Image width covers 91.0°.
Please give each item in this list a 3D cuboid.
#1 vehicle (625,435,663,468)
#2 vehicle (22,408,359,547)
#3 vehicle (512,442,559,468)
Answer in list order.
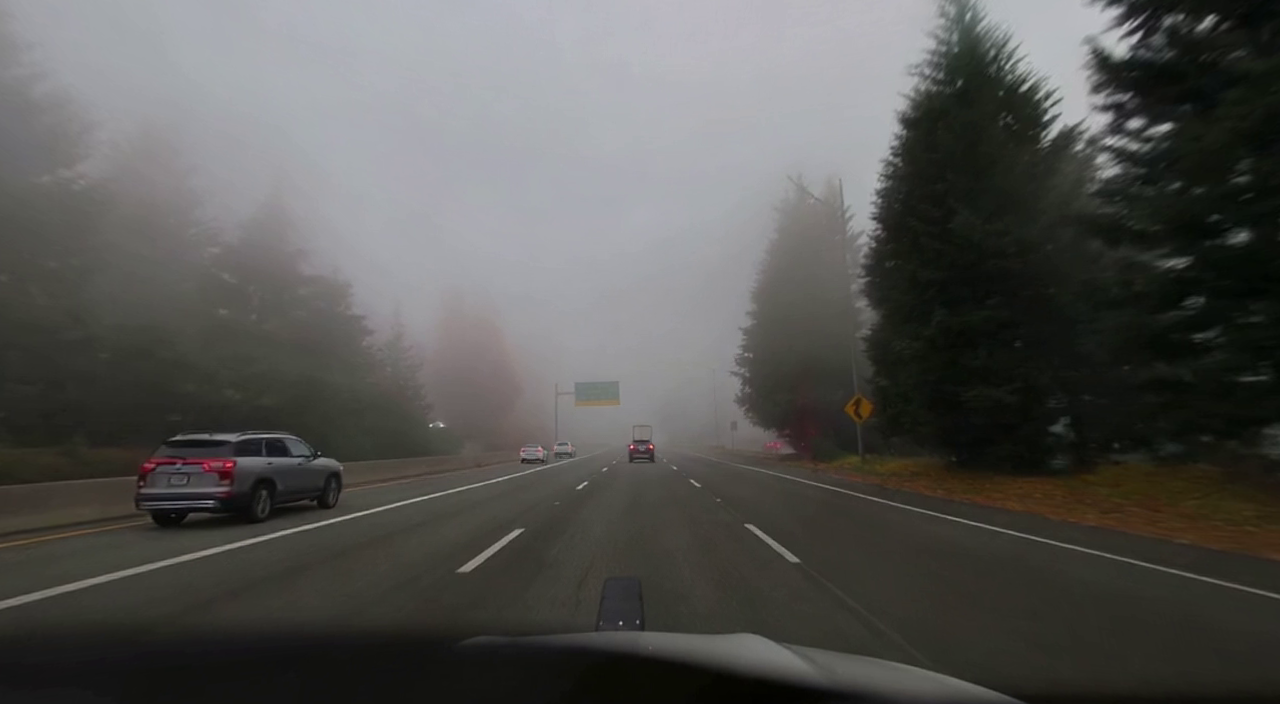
[{"bbox_3d":[0.224,6.123,38.947,2.245,1.863,4.801,0,-9,0],"label":"vehicle"},{"bbox_3d":[-7.136,2.052,10.973,2.146,1.834,4.999,0,-9,0],"label":"vehicle"},{"bbox_3d":[-6.417,6.363,39.149,2.074,1.495,4.643,0,-9,1],"label":"vehicle"}]
